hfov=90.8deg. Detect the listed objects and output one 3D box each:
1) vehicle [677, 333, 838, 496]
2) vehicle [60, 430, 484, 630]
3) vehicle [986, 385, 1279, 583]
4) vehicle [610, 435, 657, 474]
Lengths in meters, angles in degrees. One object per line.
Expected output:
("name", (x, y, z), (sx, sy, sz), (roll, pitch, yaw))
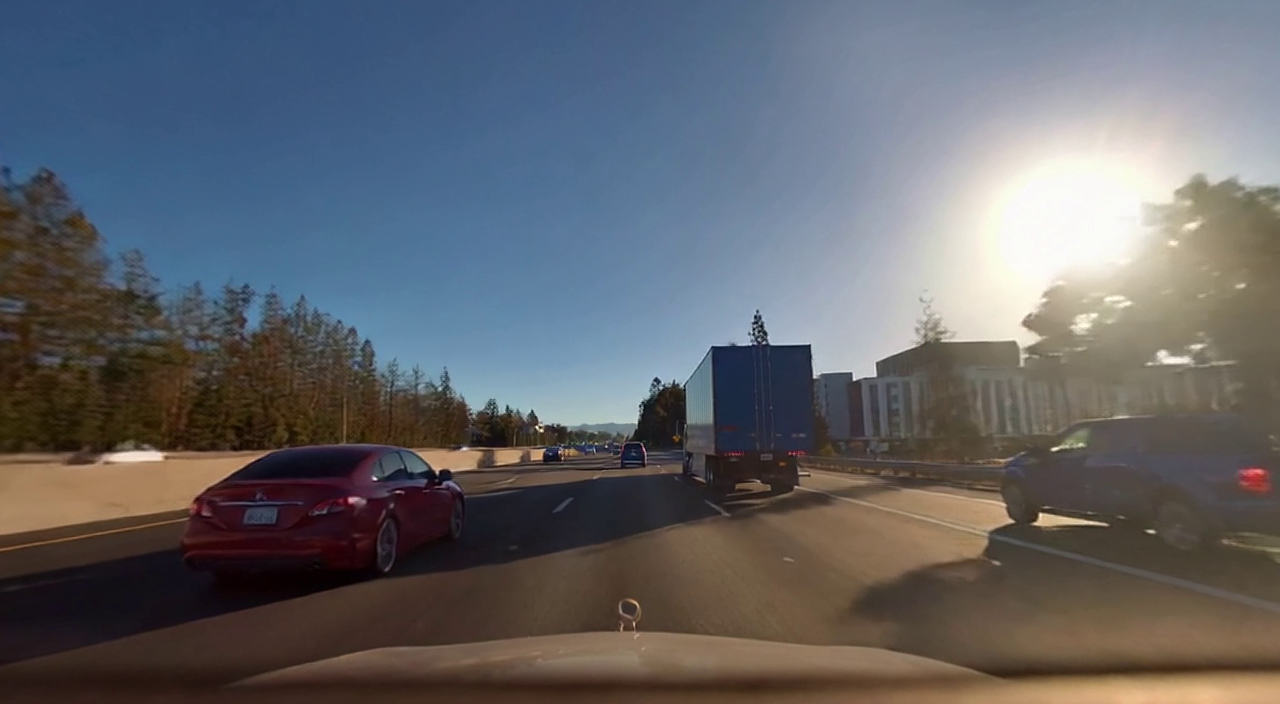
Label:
("vehicle", (3.359, 2.709, 23.377), (2.876, 4.086, 15.117), (0, -9, -1))
("vehicle", (-3.208, 1.634, 6.859), (1.864, 1.406, 4.544), (0, -9, 0))
("vehicle", (6.928, 1.528, 7.832), (2.106, 1.795, 5.489), (0, -9, -1))
("vehicle", (-0.360, 5.166, 31.979), (2.203, 1.805, 4.358), (0, -9, -1))
